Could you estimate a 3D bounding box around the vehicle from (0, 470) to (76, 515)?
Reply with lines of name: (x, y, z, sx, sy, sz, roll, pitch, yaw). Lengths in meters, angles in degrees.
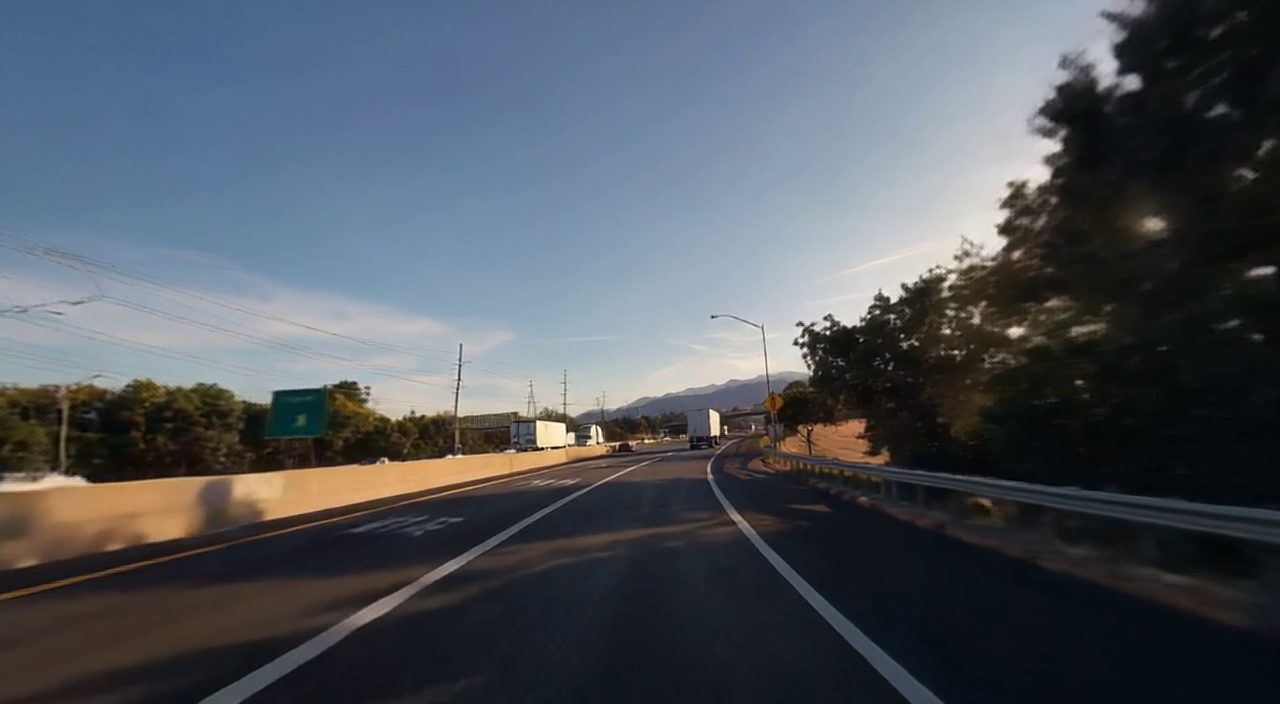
vehicle: (-34.493, 7.595, 33.937, 2.295, 2.176, 5.499, -3, -9, 16)
